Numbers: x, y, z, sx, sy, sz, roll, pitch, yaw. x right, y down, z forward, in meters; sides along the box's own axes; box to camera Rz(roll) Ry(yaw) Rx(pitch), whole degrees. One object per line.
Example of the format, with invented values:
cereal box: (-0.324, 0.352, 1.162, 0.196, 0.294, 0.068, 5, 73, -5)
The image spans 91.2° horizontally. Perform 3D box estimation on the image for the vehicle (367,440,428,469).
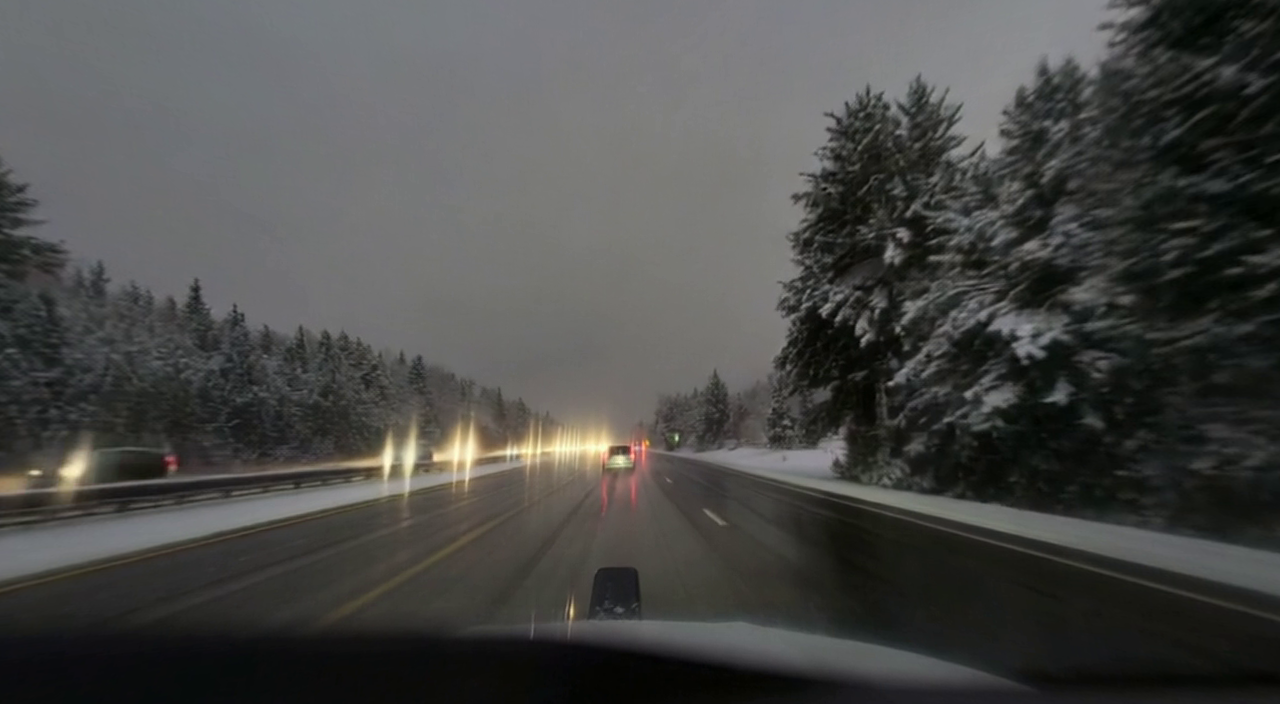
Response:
vehicle: (-13.584, 5.787, 35.356, 1.869, 1.513, 4.031, 0, -9, -1)

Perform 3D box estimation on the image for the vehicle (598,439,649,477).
vehicle: (-0.728, 4.693, 27.945, 2.095, 1.537, 4.017, 0, -9, -1)

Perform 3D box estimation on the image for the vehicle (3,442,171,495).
vehicle: (-17.901, 3.759, 20.593, 1.843, 1.521, 4.015, 0, -9, -1)
